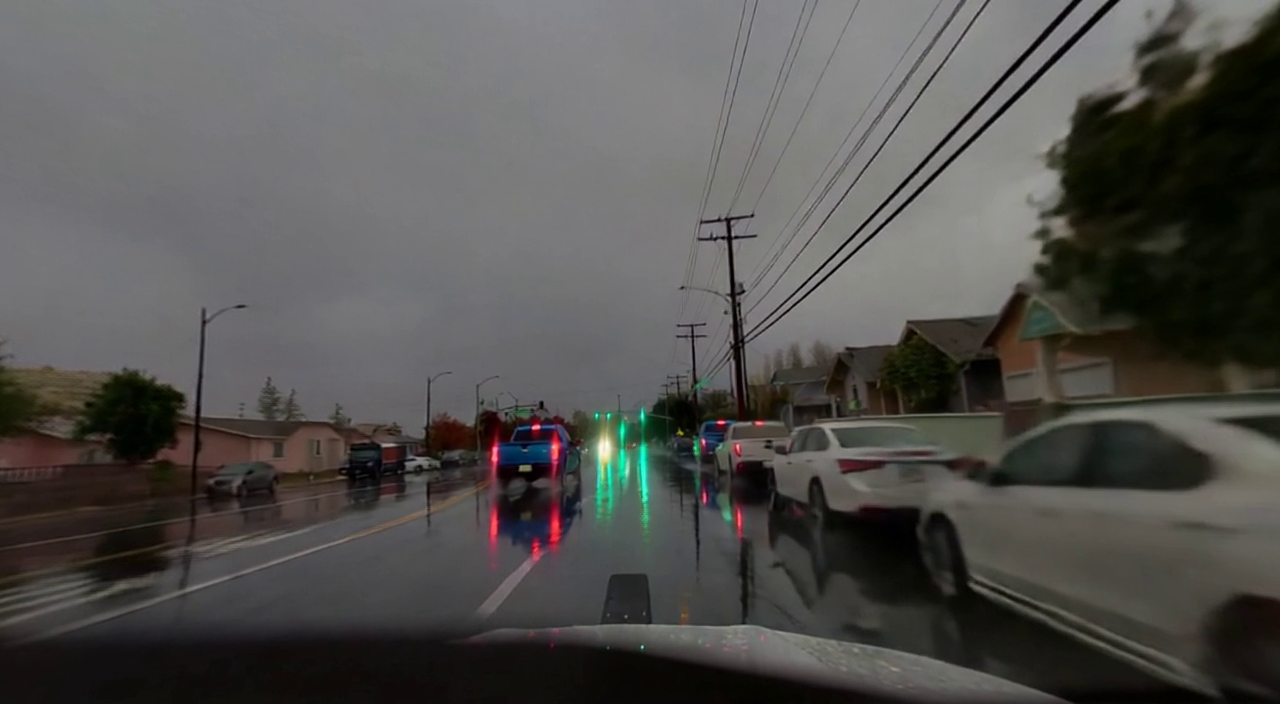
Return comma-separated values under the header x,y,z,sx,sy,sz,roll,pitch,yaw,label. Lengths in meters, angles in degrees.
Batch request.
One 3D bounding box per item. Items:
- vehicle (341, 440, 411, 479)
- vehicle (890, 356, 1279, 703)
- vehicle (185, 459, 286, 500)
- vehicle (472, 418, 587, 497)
x,y,z,sx,sy,sz,roll,pitch,yaw,label
-18.885,7.674,45.457,2.159,2.586,5.899,-2,-8,3,vehicle
3.146,0.919,2.989,1.924,1.575,4.869,-1,-8,0,vehicle
-18.700,5.866,29.389,1.908,1.614,4.092,-1,-8,1,vehicle
-2.944,2.968,18.167,2.242,1.890,5.306,-1,-8,2,vehicle
